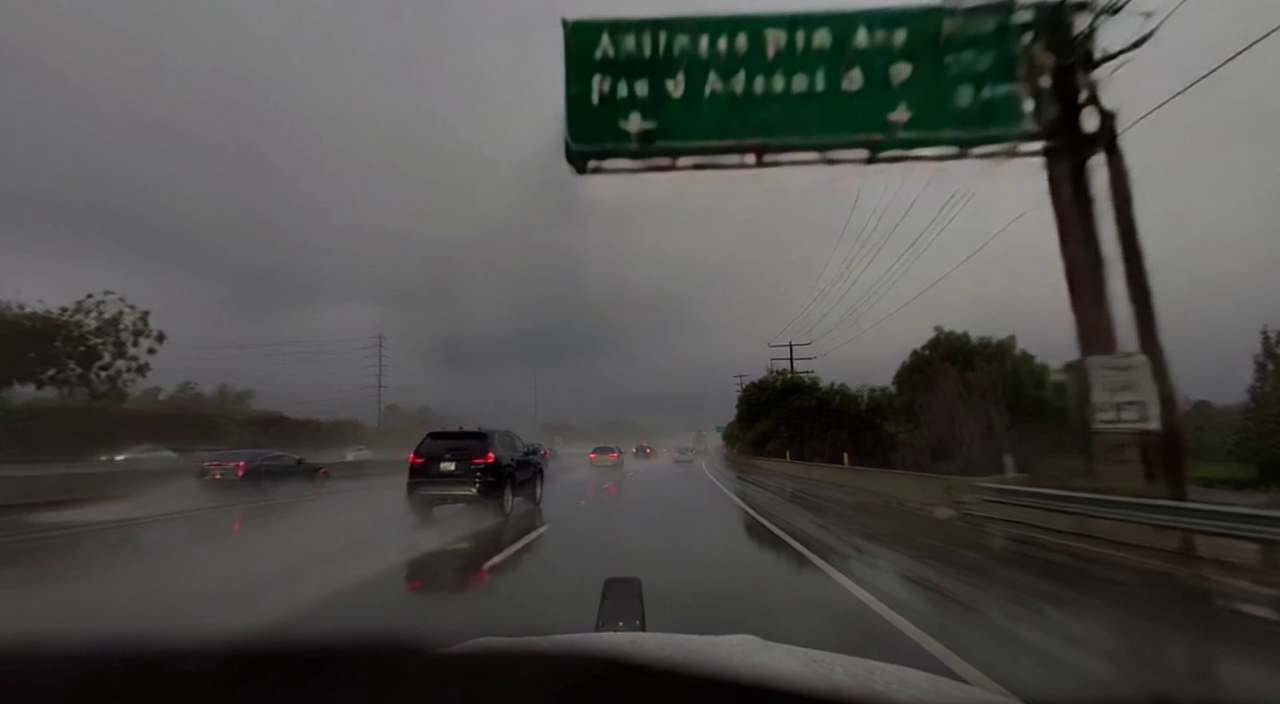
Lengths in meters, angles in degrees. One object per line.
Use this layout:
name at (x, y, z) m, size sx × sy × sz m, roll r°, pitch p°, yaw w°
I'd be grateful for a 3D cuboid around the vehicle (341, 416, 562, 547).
vehicle at (-2.934, 2.173, 11.279) m, size 2.202 × 1.801 × 4.959 m, roll 0°, pitch -9°, yaw 3°

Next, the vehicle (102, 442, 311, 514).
vehicle at (-10.473, 3.039, 15.739) m, size 1.954 × 1.517 × 4.378 m, roll 0°, pitch -9°, yaw 3°

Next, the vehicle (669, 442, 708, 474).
vehicle at (2.787, 5.998, 35.827) m, size 2.038 × 1.677 × 4.219 m, roll -1°, pitch -9°, yaw 5°

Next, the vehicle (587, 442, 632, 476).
vehicle at (-1.567, 5.698, 33.845) m, size 1.976 × 1.688 × 4.124 m, roll -1°, pitch -9°, yaw 4°
